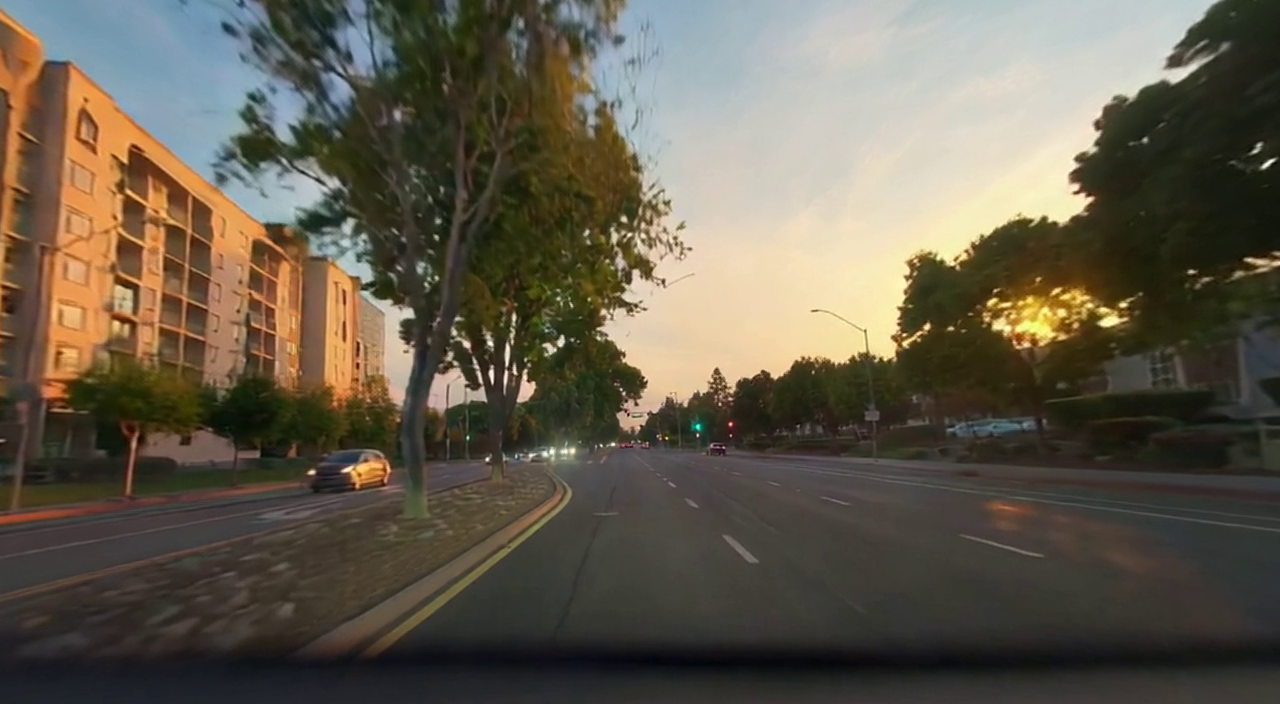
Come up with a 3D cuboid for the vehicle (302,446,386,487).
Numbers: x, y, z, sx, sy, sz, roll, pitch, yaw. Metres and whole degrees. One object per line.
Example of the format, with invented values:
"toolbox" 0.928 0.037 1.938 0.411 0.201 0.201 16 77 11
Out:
"vehicle" -14.710 5.704 31.777 2.038 1.857 5.078 0 -9 -4
